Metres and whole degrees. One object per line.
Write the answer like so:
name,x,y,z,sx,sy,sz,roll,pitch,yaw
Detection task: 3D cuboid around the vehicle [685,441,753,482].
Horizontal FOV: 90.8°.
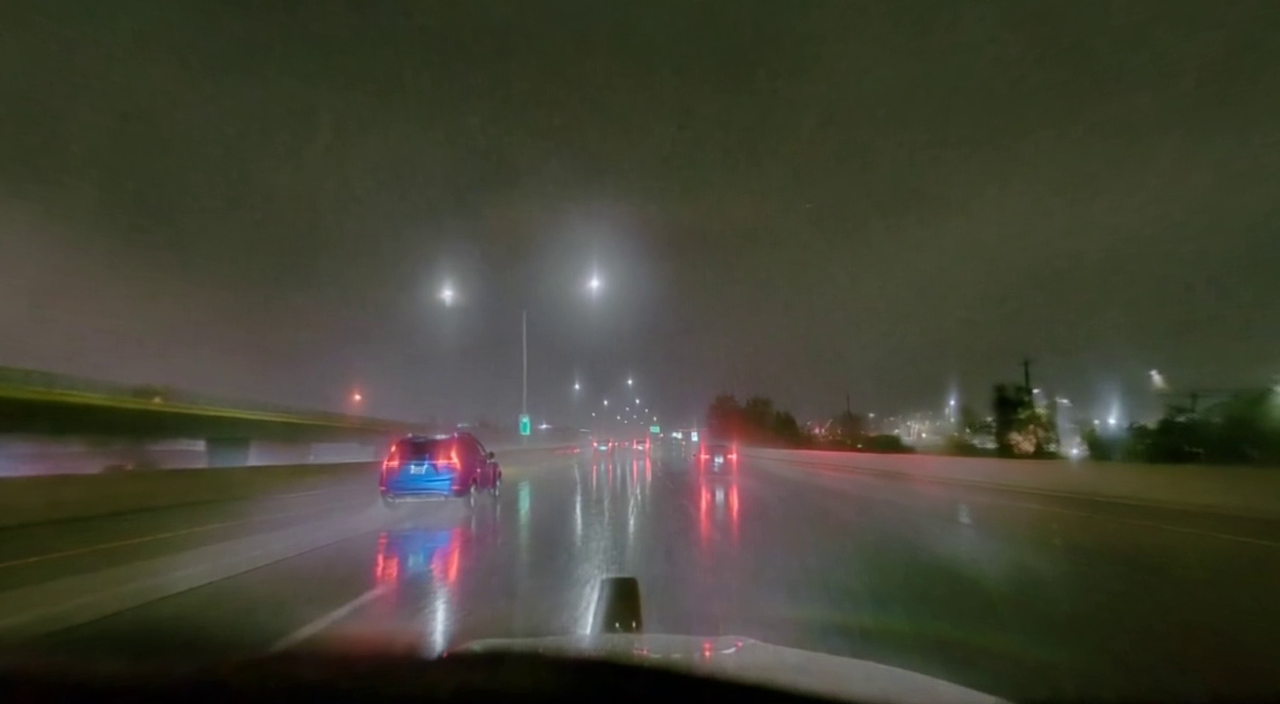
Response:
vehicle,2.993,4.244,24.889,2.083,1.453,4.307,0,-8,-1

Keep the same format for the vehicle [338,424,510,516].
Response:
vehicle,-4.367,2.443,13.596,2.193,1.641,4.077,0,-8,1
